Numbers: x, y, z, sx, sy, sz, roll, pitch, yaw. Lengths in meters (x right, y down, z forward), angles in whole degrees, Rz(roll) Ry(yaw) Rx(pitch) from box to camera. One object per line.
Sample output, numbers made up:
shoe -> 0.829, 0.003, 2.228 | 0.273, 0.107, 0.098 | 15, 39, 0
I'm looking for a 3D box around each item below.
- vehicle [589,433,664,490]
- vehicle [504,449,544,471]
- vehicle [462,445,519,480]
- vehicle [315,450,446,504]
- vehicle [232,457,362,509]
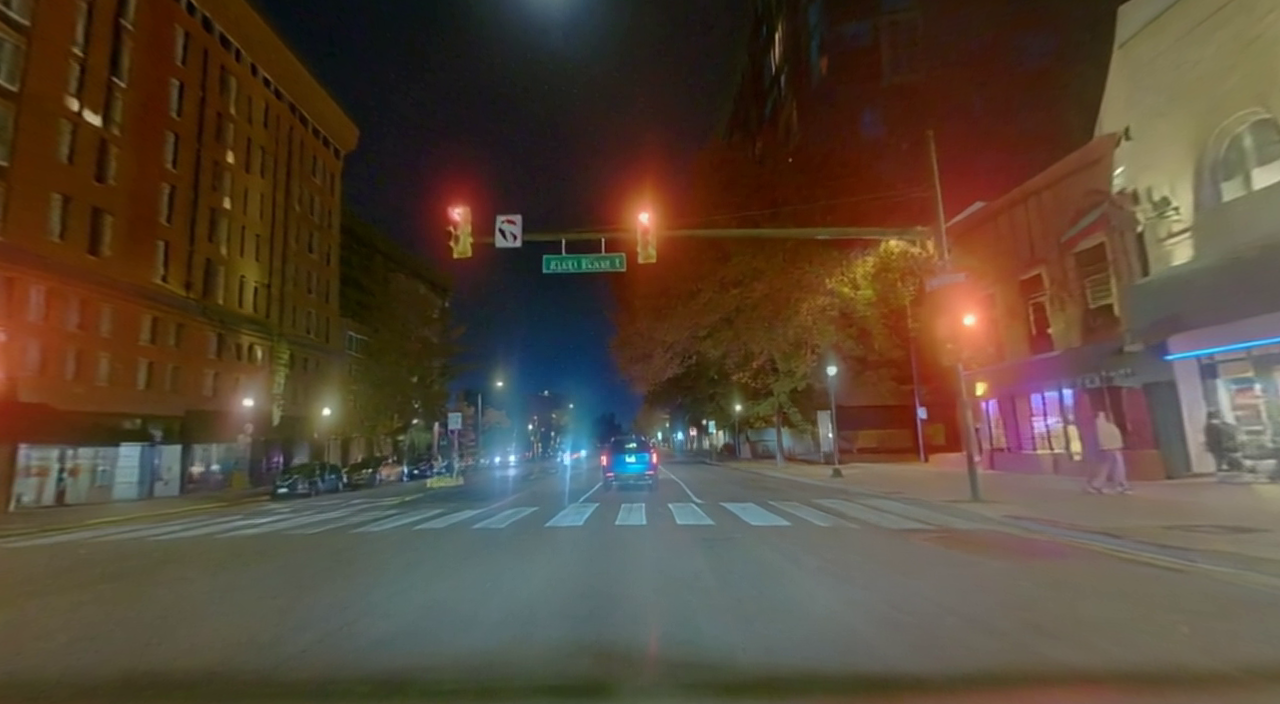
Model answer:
vehicle -> -0.429, 3.815, 22.368 | 2.382, 1.796, 4.610 | 0, -8, 0
vehicle -> -8.377, 7.817, 45.925 | 2.029, 1.478, 4.367 | 0, -8, 0
vehicle -> -8.108, 6.013, 34.649 | 2.109, 1.628, 4.108 | -4, -9, -1
vehicle -> -8.093, 3.918, 20.293 | 2.152, 1.468, 4.737 | -1, -8, 1
vehicle -> -11.538, 4.393, 21.657 | 1.972, 1.475, 4.381 | 0, -8, 0
